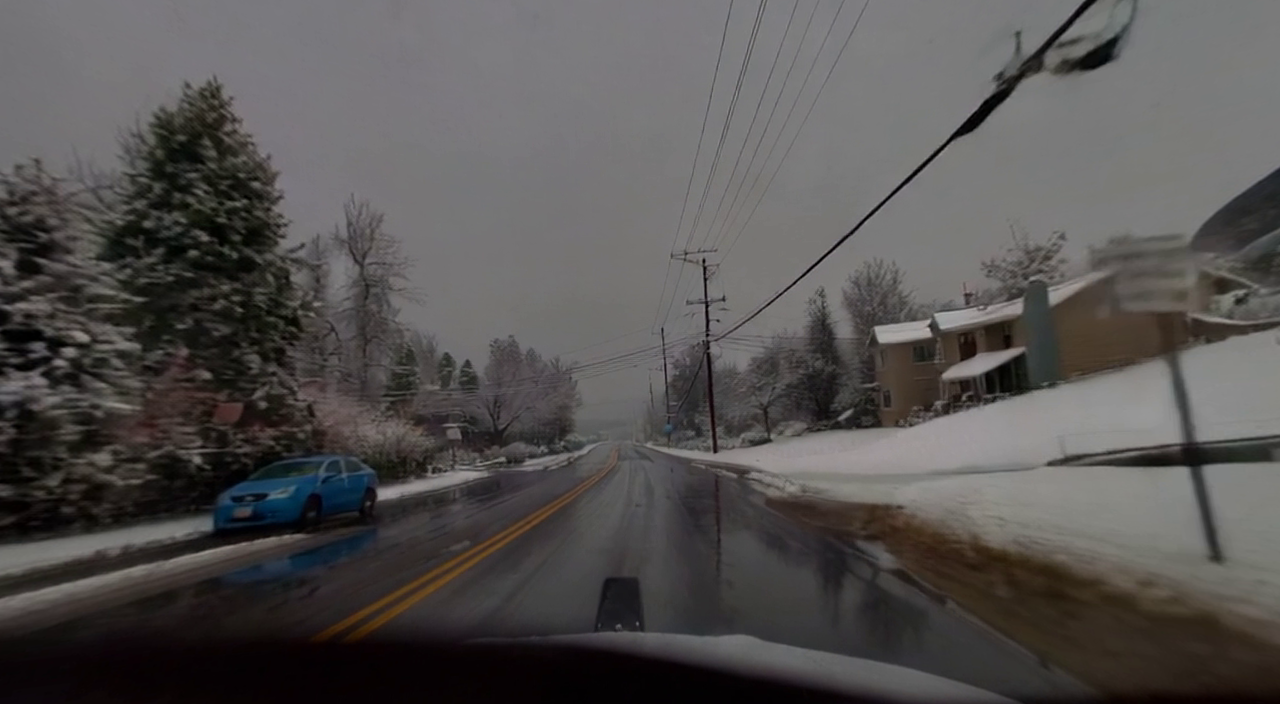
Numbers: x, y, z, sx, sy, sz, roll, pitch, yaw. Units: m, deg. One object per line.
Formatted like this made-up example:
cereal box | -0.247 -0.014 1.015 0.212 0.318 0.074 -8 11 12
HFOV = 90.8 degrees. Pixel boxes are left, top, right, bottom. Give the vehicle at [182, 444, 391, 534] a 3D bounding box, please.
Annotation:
vehicle | -7.763 2.988 14.540 2.114 1.693 4.468 -1 -8 2
